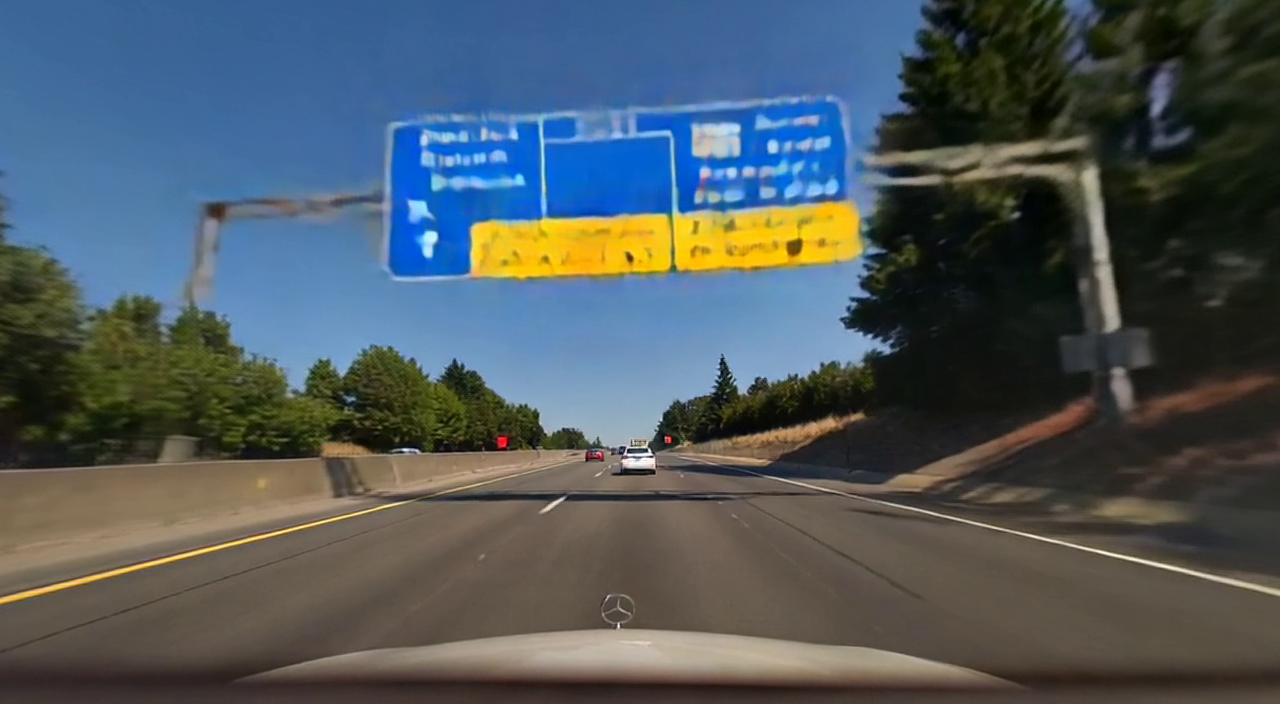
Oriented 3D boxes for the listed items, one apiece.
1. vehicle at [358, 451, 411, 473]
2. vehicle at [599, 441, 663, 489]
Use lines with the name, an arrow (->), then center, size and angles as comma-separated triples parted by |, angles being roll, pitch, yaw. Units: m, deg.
vehicle -> -17.959, 7.716, 44.262 | 1.842, 1.451, 4.524 | -1, -9, 0
vehicle -> -0.318, 3.934, 22.105 | 2.066, 1.490, 3.759 | -1, -9, -1
